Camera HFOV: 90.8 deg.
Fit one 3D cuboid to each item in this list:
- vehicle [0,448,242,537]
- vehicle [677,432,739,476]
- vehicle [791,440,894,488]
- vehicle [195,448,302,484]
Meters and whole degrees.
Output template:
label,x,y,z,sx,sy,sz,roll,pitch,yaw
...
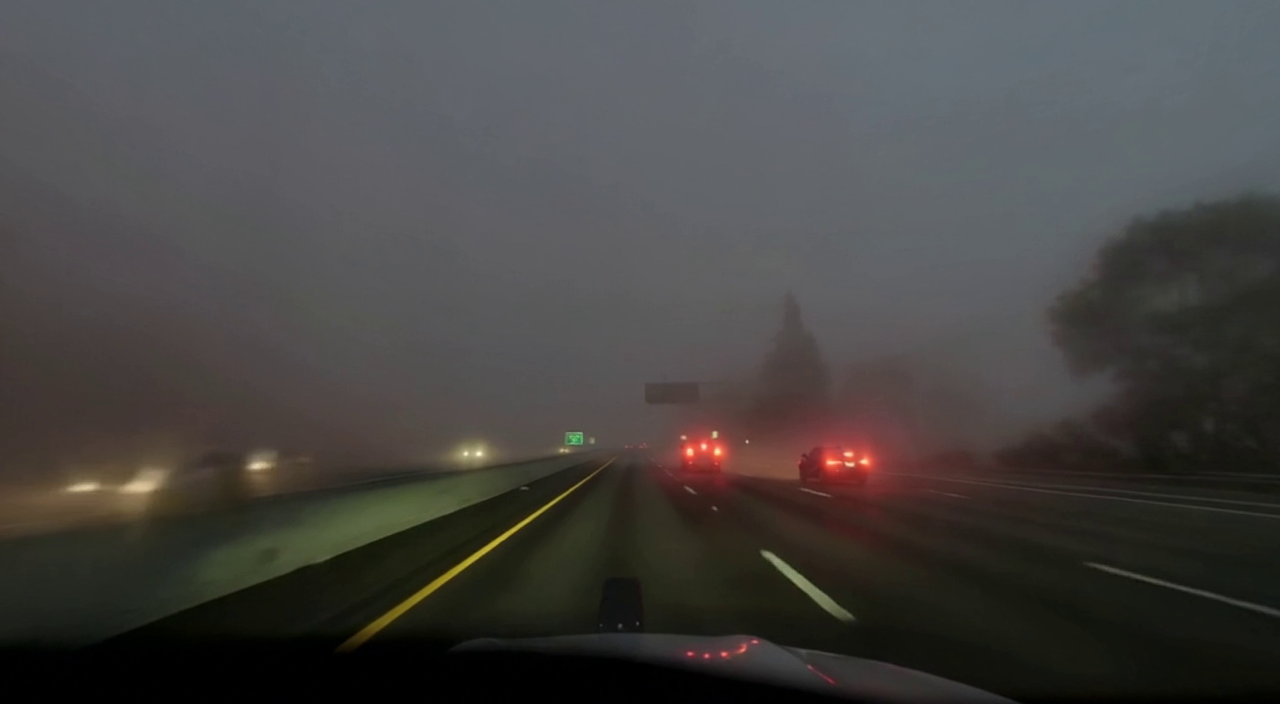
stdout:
label,x,y,z,sx,sy,sz,roll,pitch,yaw
vehicle,-10.967,2.834,13.458,2.147,1.545,4.454,0,-8,-2
vehicle,2.988,4.672,29.062,2.258,1.824,4.908,0,-9,-1
vehicle,6.674,3.717,21.312,2.009,1.456,4.097,0,-9,-2
vehicle,-17.589,5.124,28.710,1.855,1.454,4.636,0,-8,0
